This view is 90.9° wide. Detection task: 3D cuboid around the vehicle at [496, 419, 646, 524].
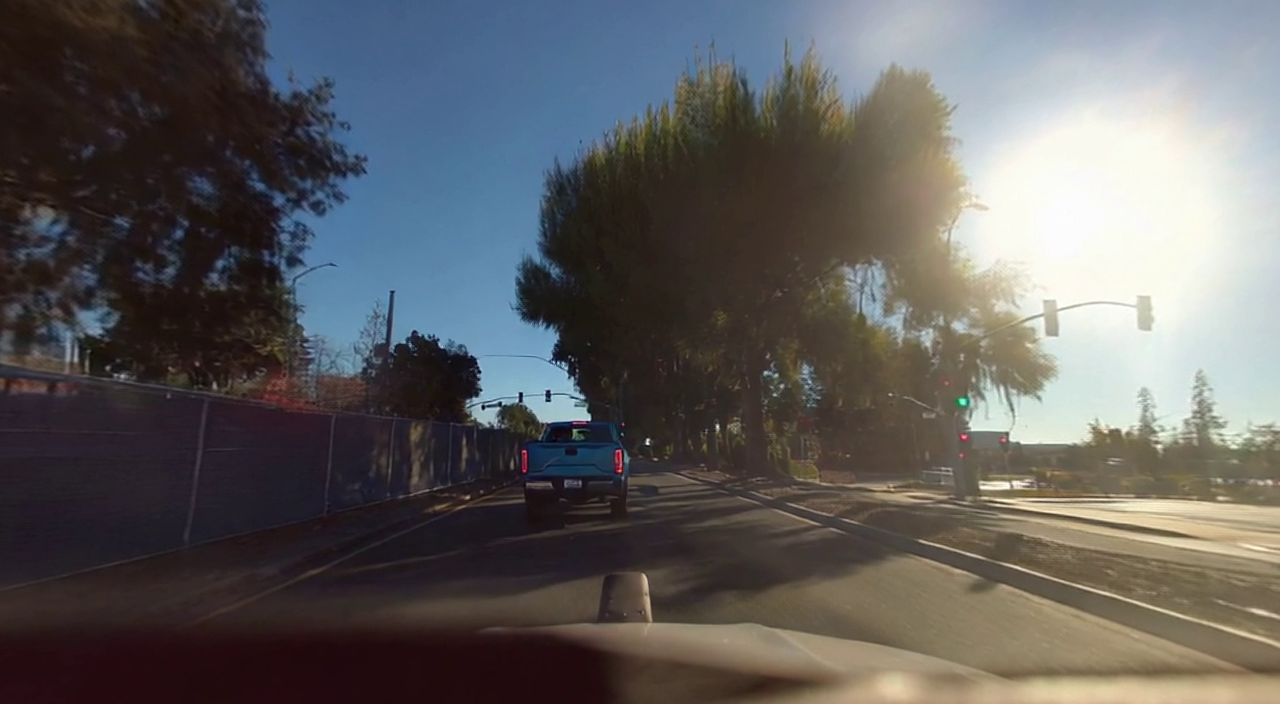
[{"bbox_3d":[-1.165,2.347,13.067,2.436,1.698,5.322,0,-8,-1],"label":"vehicle"}]
